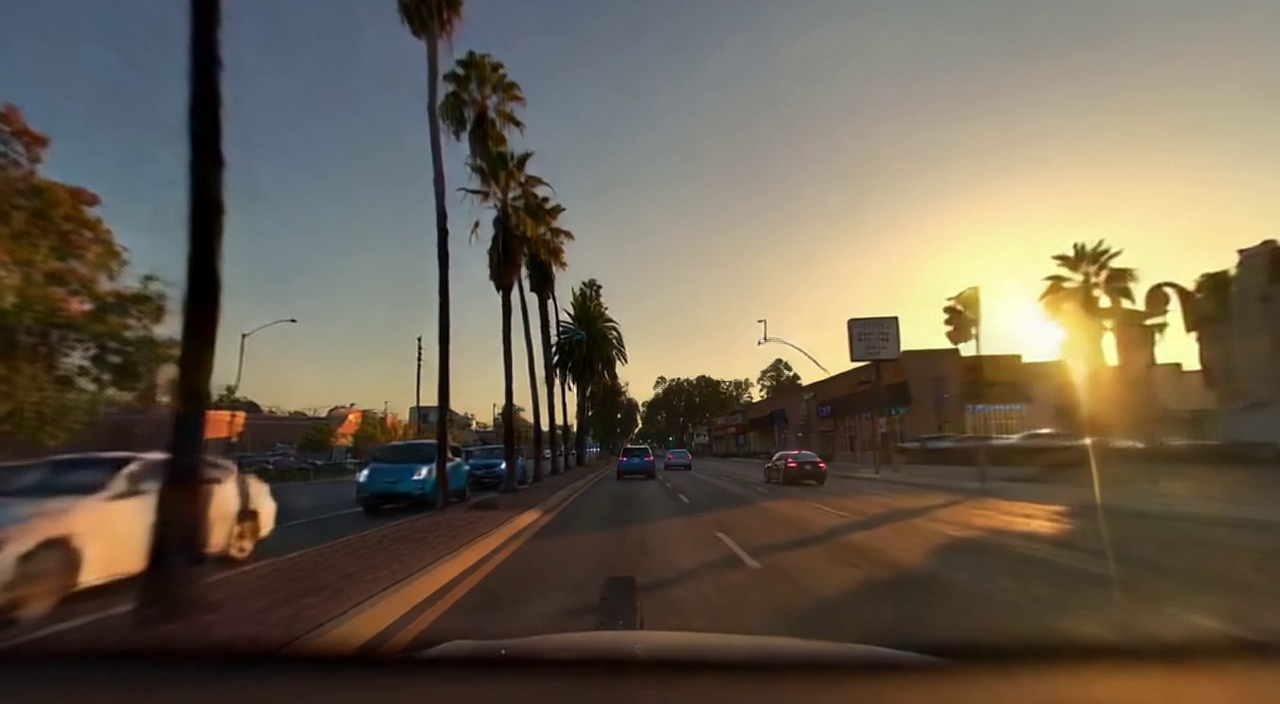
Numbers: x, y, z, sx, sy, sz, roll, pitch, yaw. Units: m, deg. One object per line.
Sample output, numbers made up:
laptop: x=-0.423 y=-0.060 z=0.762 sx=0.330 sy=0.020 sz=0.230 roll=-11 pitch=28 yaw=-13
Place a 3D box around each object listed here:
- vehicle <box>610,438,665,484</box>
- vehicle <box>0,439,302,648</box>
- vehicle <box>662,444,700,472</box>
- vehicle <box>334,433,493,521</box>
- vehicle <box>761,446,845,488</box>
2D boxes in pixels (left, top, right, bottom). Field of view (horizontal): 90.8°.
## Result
vehicle: x=-0.148 y=4.633 z=27.098 sx=2.151 sy=1.787 sz=4.109 roll=0 pitch=-8 yaw=-1
vehicle: x=-5.553 y=1.638 z=6.236 sx=2.017 sy=1.463 sz=4.384 roll=-1 pitch=-8 yaw=0
vehicle: x=2.646 y=6.993 z=41.975 sx=2.112 sy=1.710 sz=4.234 roll=0 pitch=-8 yaw=-1
vehicle: x=-5.147 y=2.880 z=15.170 sx=2.160 sy=1.769 sz=4.494 roll=0 pitch=-8 yaw=0
vehicle: x=6.197 y=4.394 z=24.571 sx=1.944 sy=1.447 sz=4.309 roll=0 pitch=-8 yaw=-2
